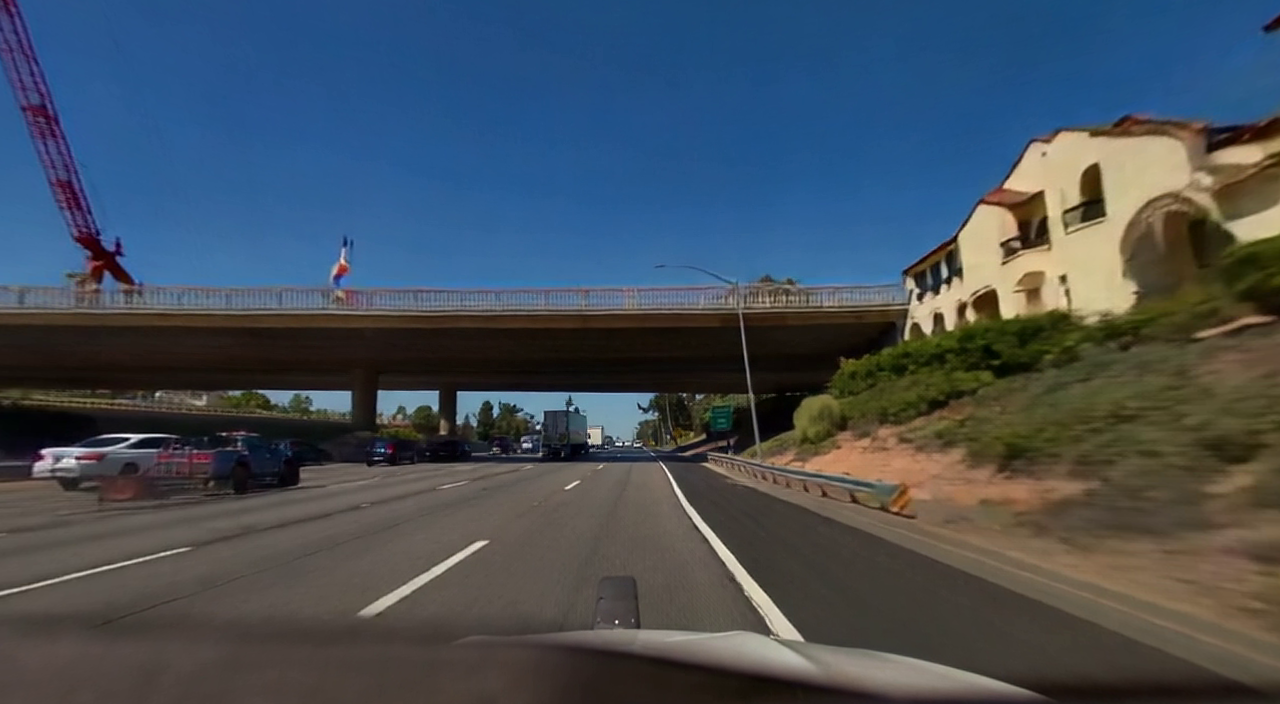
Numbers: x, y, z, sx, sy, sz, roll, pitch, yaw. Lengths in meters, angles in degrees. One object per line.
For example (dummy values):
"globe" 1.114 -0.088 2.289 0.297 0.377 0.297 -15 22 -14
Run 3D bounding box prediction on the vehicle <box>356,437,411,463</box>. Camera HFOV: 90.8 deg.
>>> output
"vehicle" -18.305 7.015 45.342 1.932 1.752 4.541 0 -9 1

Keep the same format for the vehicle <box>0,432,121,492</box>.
"vehicle" -18.403 3.265 19.001 1.866 1.609 4.315 0 -9 0
